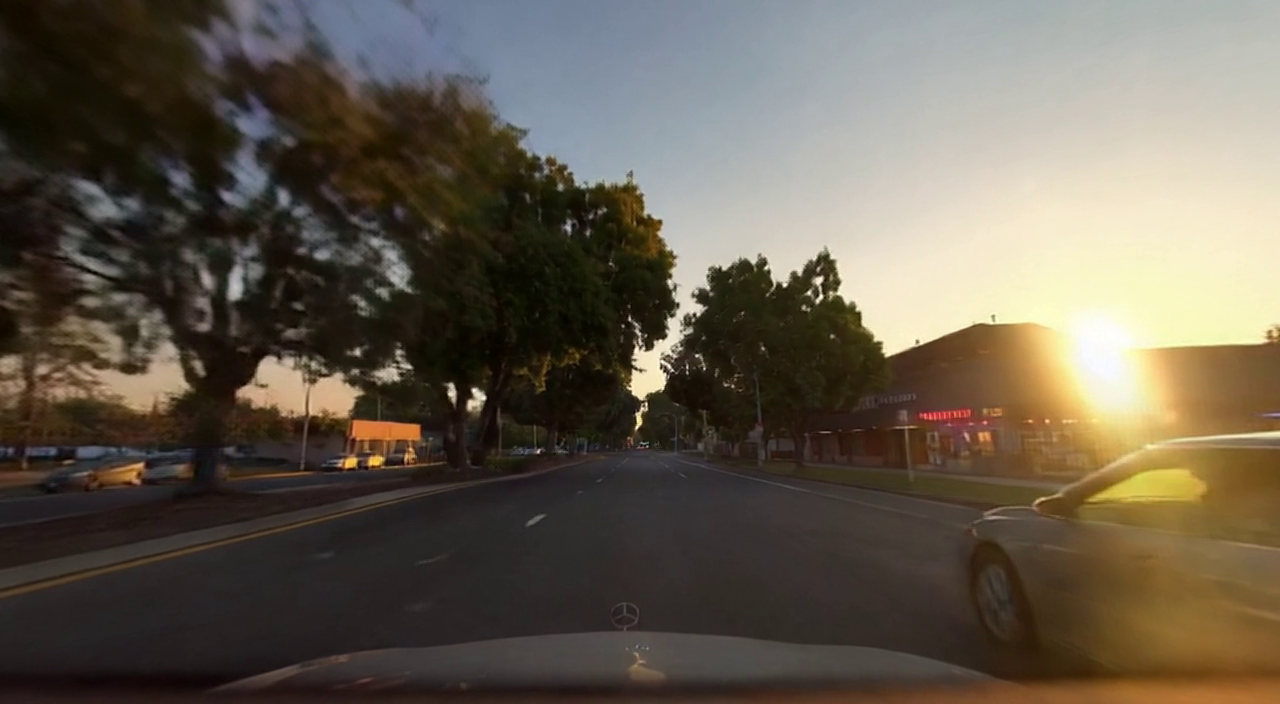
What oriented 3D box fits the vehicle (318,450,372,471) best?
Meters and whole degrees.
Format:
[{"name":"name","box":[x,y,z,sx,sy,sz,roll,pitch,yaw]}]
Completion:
[{"name":"vehicle","box":[-22.170,8.150,47.627,1.771,1.445,4.321,-1,-9,3]}]

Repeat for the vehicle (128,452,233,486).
[{"name":"vehicle","box":[-22.399,5.692,31.034,1.784,1.438,4.471,-1,-8,0]}]

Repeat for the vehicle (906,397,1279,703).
[{"name":"vehicle","box":[3.105,0.967,2.626,2.004,1.470,4.544,0,-9,0]}]

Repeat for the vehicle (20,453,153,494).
[{"name":"vehicle","box":[-22.394,4.882,25.786,1.745,1.476,4.123,0,-9,-1]}]
